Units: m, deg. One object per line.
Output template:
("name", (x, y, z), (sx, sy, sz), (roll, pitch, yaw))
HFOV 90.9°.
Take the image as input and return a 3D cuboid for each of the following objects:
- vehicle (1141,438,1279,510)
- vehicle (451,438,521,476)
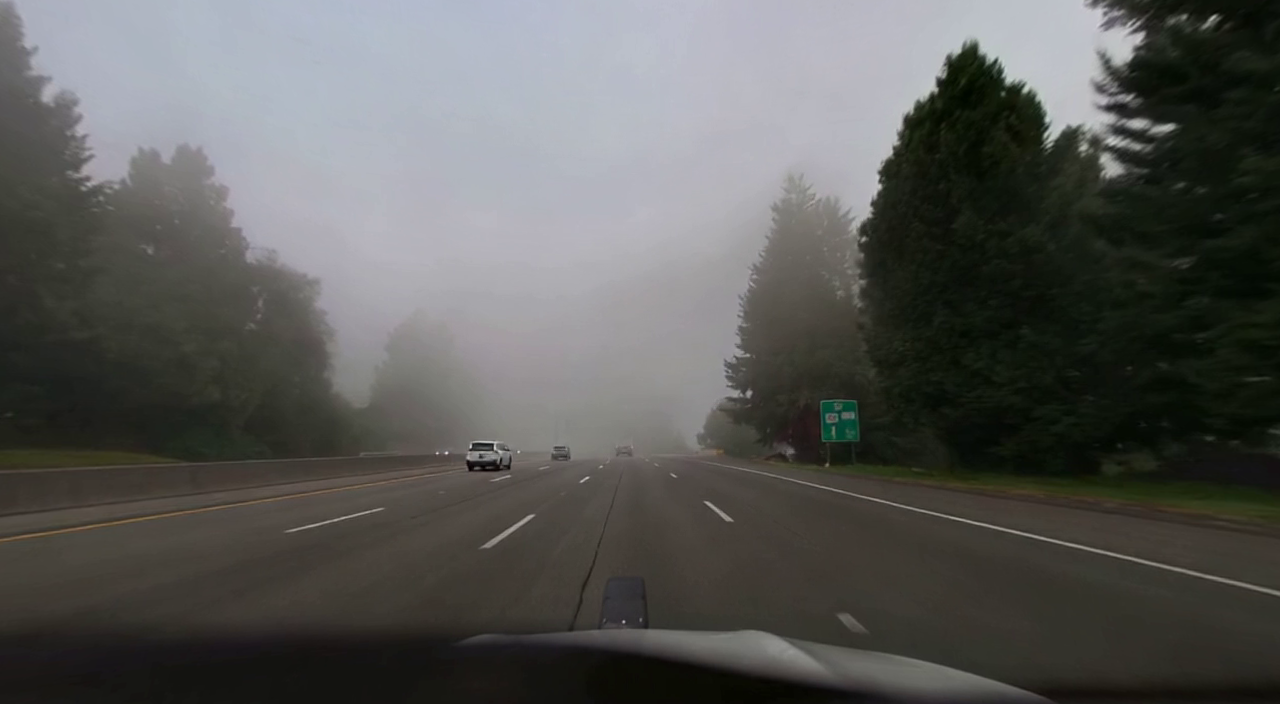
("vehicle", (19.341, 3.795, 20.299), (2.270, 1.998, 5.565), (-1, -8, 6))
("vehicle", (-7.528, 5.181, 31.385), (2.179, 1.710, 5.160), (0, -8, 0))
